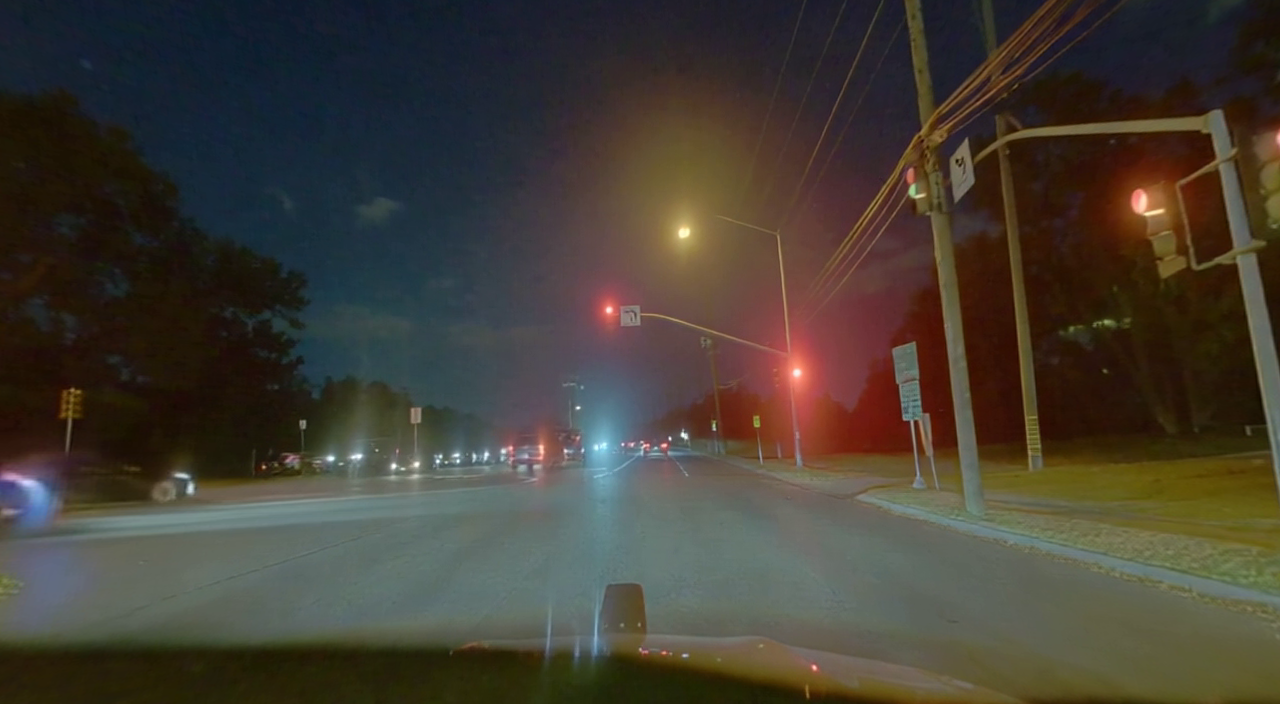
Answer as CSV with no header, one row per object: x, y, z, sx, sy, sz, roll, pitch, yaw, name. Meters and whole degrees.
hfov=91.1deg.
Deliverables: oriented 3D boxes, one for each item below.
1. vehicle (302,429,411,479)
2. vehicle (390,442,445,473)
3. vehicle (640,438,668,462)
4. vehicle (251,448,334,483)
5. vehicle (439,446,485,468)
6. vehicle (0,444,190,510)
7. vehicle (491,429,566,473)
-13.124,4.767,29.622,2.350,2.104,5.828,0,-8,1,vehicle
-13.233,6.303,37.628,1.772,1.647,4.221,-4,-9,0,vehicle
1.037,7.322,47.152,2.010,1.681,4.682,0,-8,1,vehicle
-17.089,5.605,31.115,1.942,1.477,3.957,-4,-9,-1,vehicle
-12.666,7.452,44.899,1.841,1.477,4.485,-1,-8,2,vehicle
-14.337,3.092,15.928,4.603,1.482,1.904,6,-10,-35,vehicle
-5.435,4.920,31.298,2.175,1.957,4.686,-2,-9,10,vehicle
